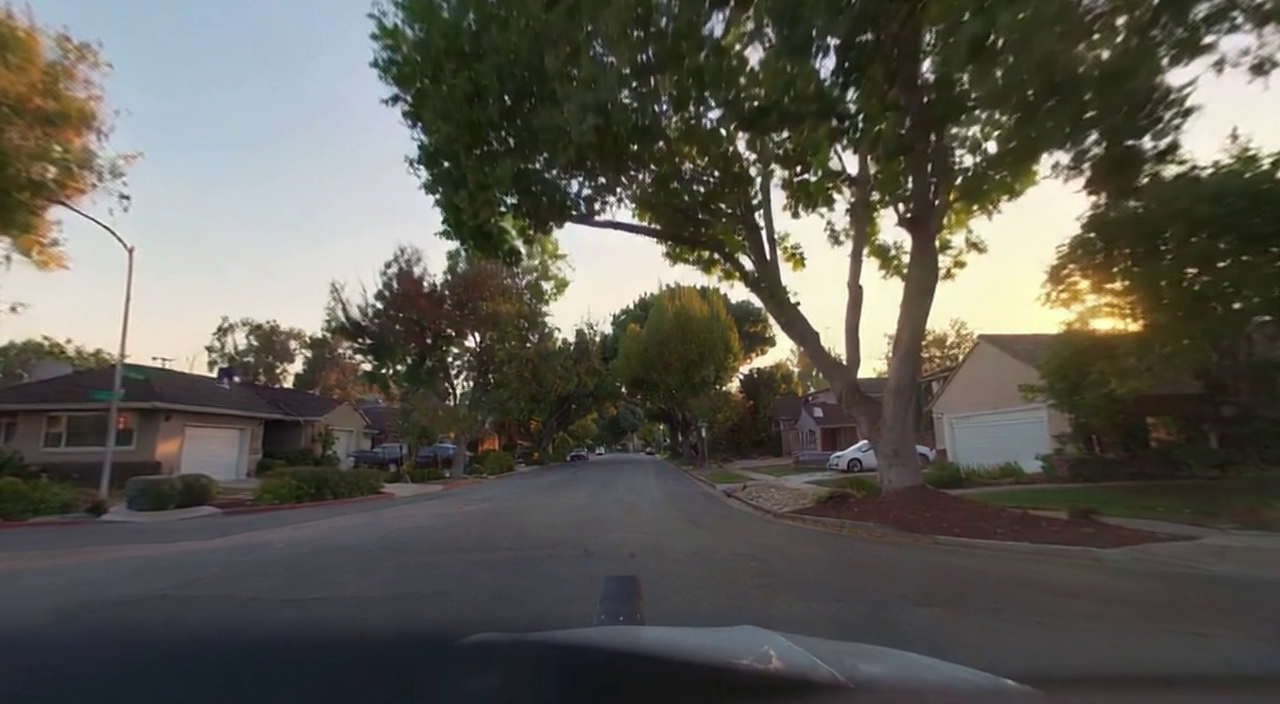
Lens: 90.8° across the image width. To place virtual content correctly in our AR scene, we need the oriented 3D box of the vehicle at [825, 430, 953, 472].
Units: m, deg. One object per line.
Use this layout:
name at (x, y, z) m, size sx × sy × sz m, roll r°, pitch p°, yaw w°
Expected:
vehicle at (11.189, 4.476, 28.655) m, size 4.894 × 1.616 × 1.965 m, roll -3°, pitch -9°, yaw 1°
